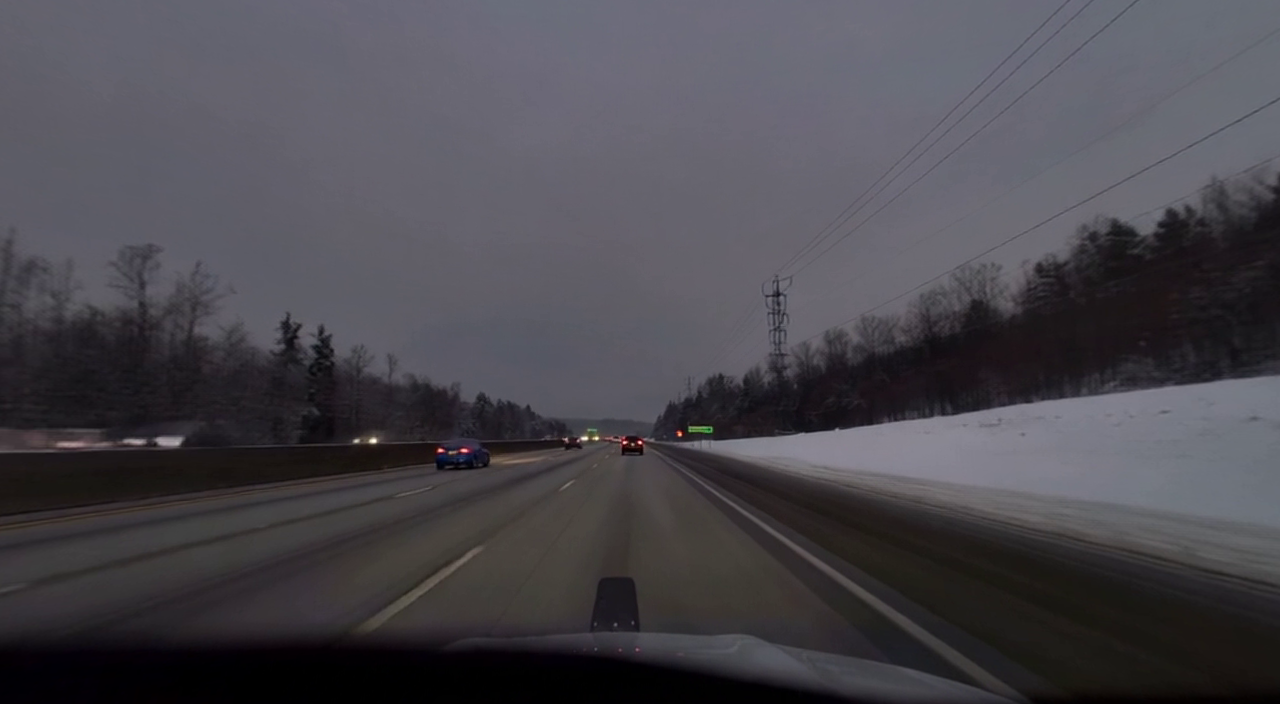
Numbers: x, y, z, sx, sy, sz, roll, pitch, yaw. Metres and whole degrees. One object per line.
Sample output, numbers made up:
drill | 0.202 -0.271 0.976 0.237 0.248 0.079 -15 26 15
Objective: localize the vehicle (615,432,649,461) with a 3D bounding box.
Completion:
vehicle | -0.512 6.082 40.648 2.040 1.715 3.906 0 -8 -1

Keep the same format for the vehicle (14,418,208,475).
vehicle | -15.541 2.823 18.900 1.896 1.466 4.500 0 -8 0

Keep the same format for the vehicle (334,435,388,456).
vehicle | -20.368 6.835 46.164 1.896 1.464 4.522 0 -8 -1

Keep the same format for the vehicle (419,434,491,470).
vehicle | -8.380 4.555 28.915 2.047 1.486 4.306 0 -8 0
